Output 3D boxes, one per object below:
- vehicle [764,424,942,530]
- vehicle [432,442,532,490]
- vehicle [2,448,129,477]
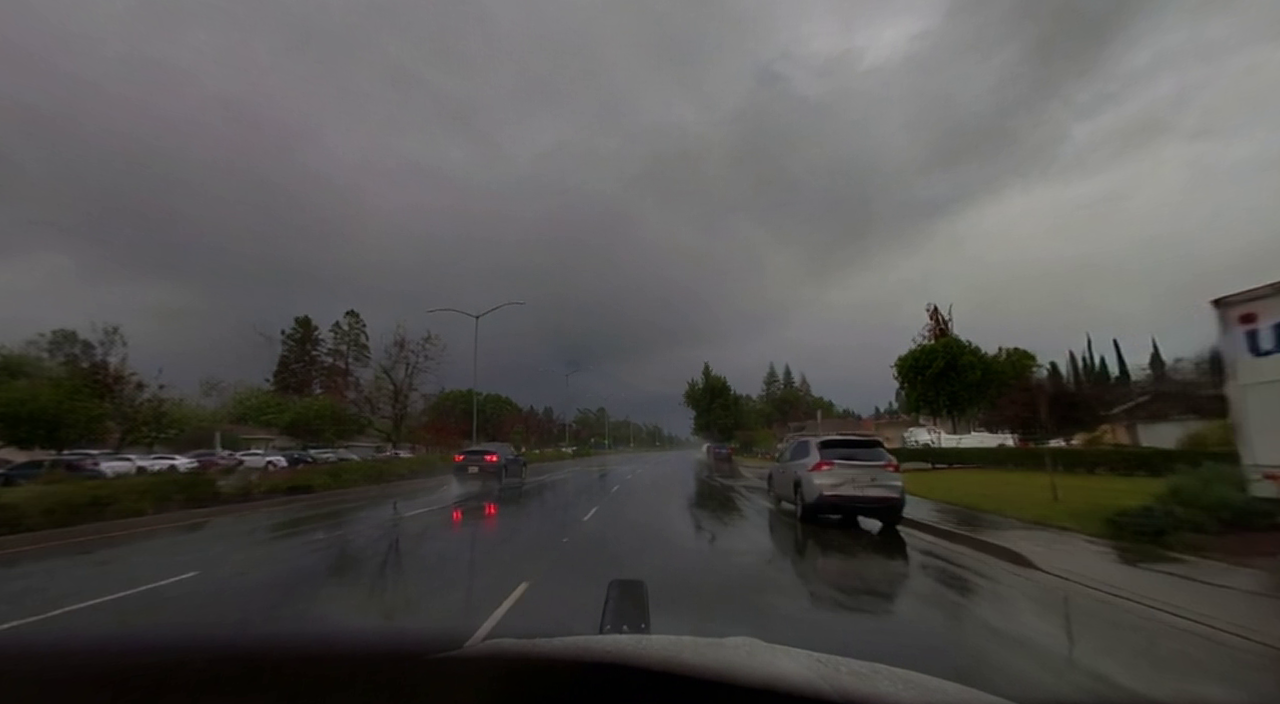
[{"bbox_3d":[3.931,2.383,12.664,2.064,1.697,4.718,0,-8,2],"label":"vehicle"},{"bbox_3d":[-5.266,3.857,21.773,2.060,1.473,4.645,0,-8,3],"label":"vehicle"},{"bbox_3d":[-30.304,5.849,33.368,4.481,1.441,1.960,2,-8,-10],"label":"vehicle"}]
